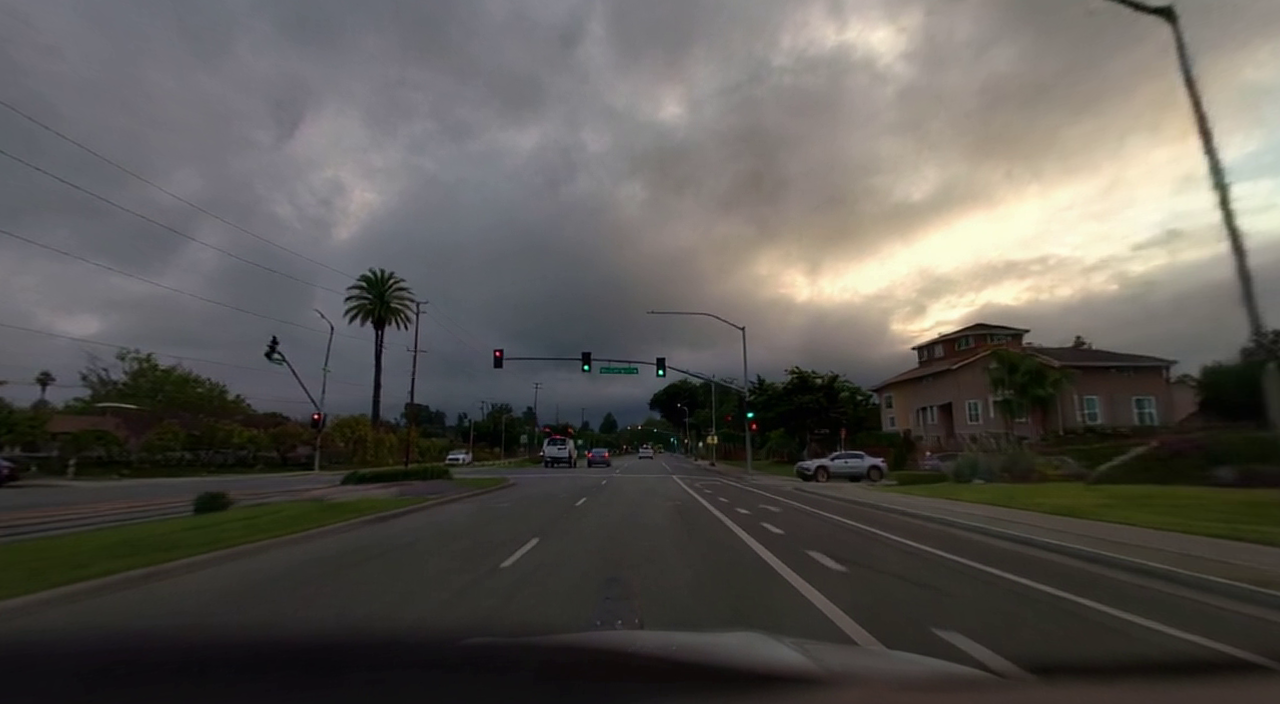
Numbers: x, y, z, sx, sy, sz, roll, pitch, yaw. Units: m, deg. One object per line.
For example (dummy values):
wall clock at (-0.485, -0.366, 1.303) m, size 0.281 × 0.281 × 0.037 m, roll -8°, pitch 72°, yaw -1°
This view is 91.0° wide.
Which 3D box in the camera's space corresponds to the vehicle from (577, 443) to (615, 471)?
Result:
vehicle at (-2.932, 7.212, 43.386) m, size 2.116 × 1.806 × 4.516 m, roll 0°, pitch -9°, yaw 2°

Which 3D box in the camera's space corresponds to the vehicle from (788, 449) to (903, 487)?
vehicle at (8.783, 5.006, 27.317) m, size 4.509 × 1.520 × 1.952 m, roll -1°, pitch -9°, yaw 11°
